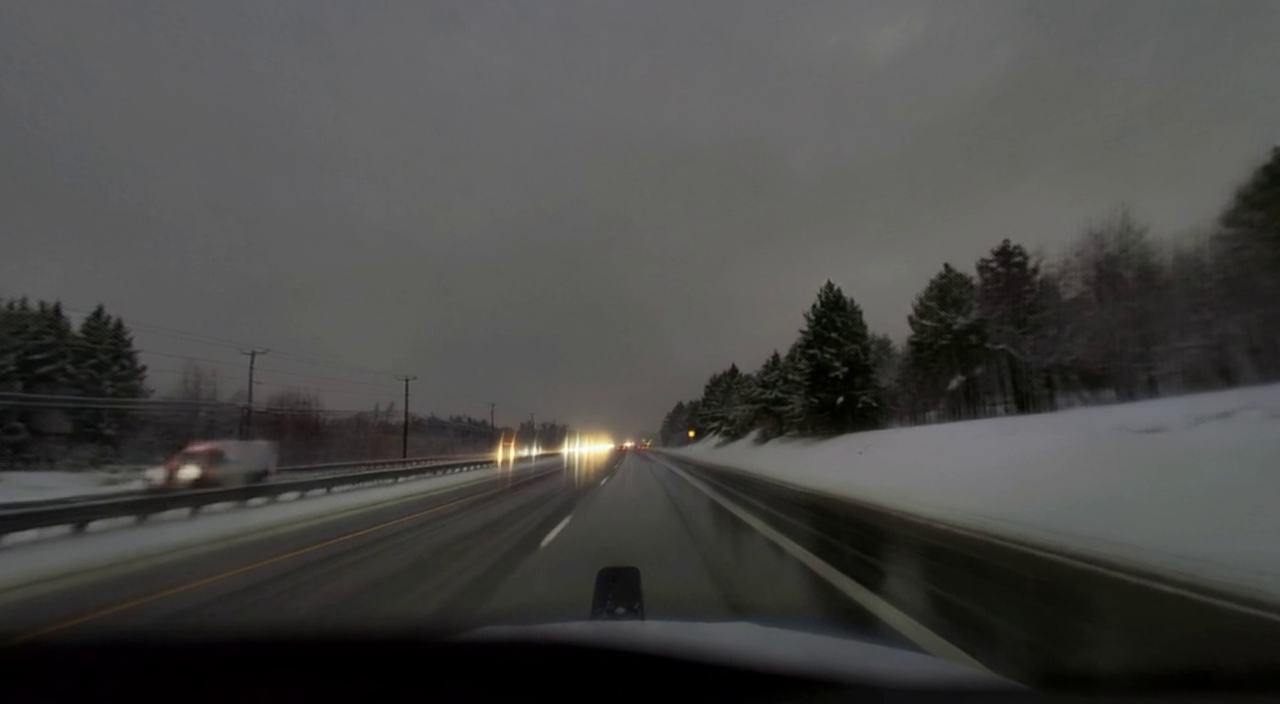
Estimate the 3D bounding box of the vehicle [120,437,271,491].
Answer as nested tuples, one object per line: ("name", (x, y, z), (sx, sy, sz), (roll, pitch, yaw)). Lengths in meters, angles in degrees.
("vehicle", (-19.932, 5.032, 28.748), (2.446, 2.197, 5.935), (0, -9, 1))
